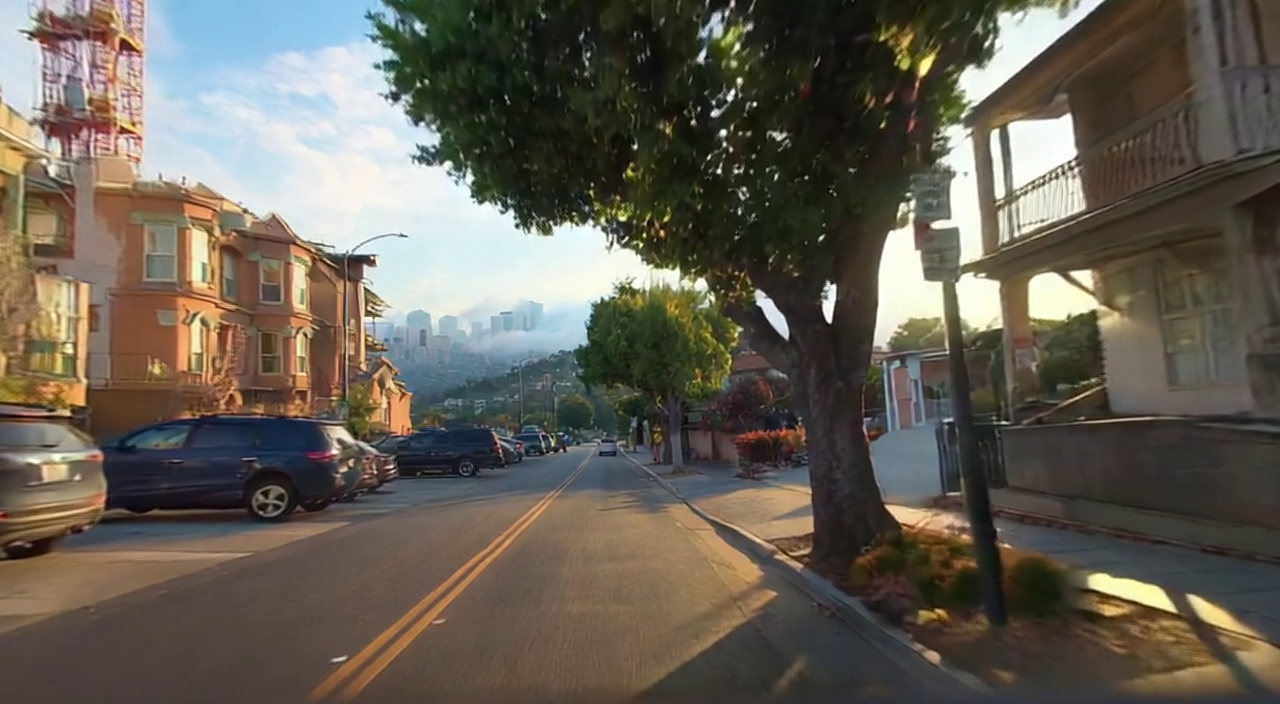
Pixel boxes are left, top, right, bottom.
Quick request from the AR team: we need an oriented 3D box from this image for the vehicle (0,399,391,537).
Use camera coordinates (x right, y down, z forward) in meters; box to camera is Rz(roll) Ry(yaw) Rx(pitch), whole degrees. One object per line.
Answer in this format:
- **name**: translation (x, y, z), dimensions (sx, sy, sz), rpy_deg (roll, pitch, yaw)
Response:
- **vehicle**: translation (-7.809, 2.000, 11.192), dimensions (5.824, 2.125, 2.233), rpy_deg (1, -9, -5)

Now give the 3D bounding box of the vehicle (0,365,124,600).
- **vehicle**: translation (-7.518, 1.206, 5.490), dimensions (4.254, 1.953, 2.097), rpy_deg (-2, -5, -4)

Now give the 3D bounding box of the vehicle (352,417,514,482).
- **vehicle**: translation (-8.106, 3.902, 25.337), dimensions (5.592, 2.439, 2.515), rpy_deg (0, -9, -3)
